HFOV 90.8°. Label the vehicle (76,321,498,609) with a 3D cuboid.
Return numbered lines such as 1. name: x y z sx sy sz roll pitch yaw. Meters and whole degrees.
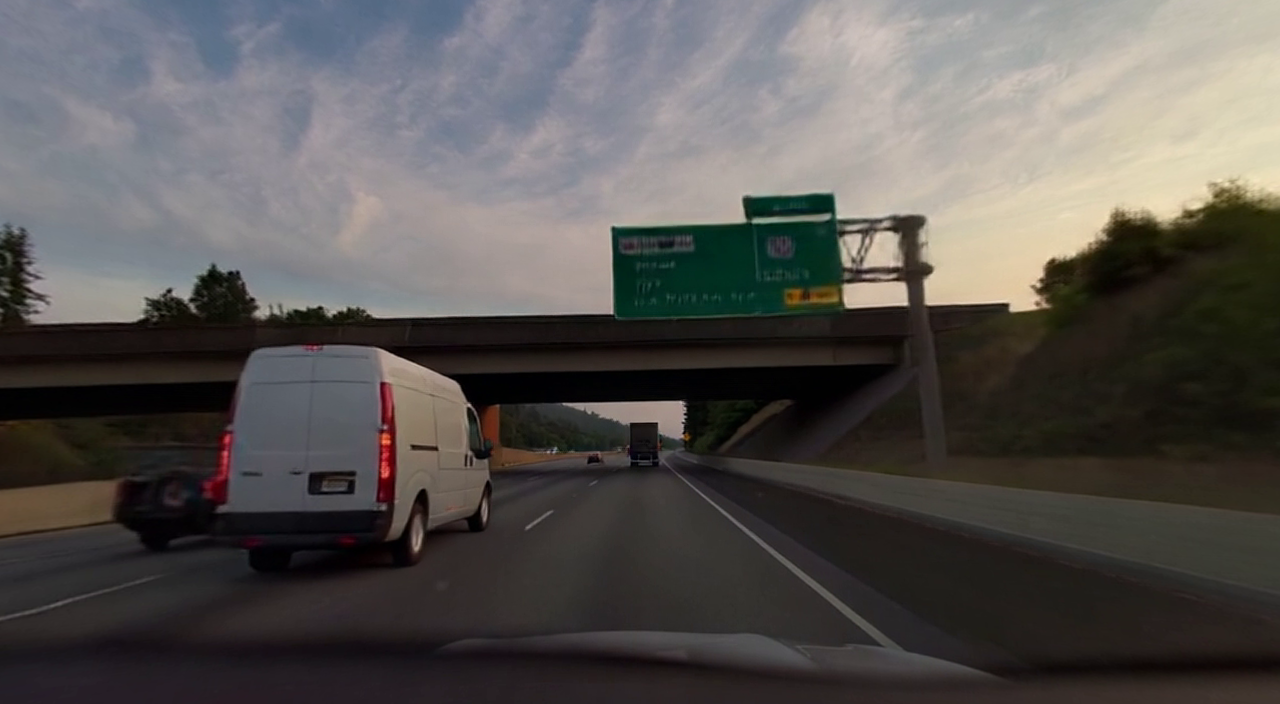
1. vehicle: -3.944 1.483 8.933 2.504 2.694 5.934 0 -9 0
